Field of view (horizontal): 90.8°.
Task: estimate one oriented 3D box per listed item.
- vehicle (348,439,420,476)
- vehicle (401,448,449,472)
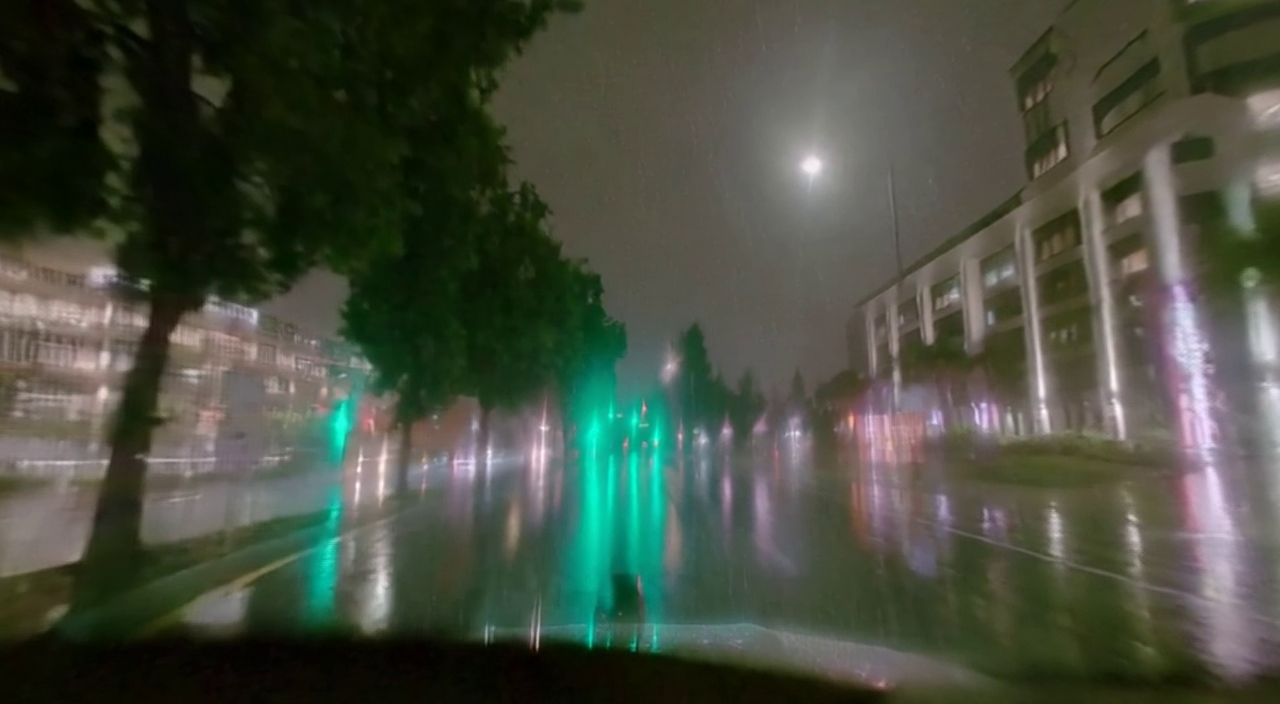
[{"bbox_3d":[-15.736,6.533,39.218,2.246,2.081,5.416,-1,-9,-1],"label":"vehicle"},{"bbox_3d":[-15.681,7.847,46.288,1.892,1.624,4.645,0,-8,0],"label":"vehicle"}]
